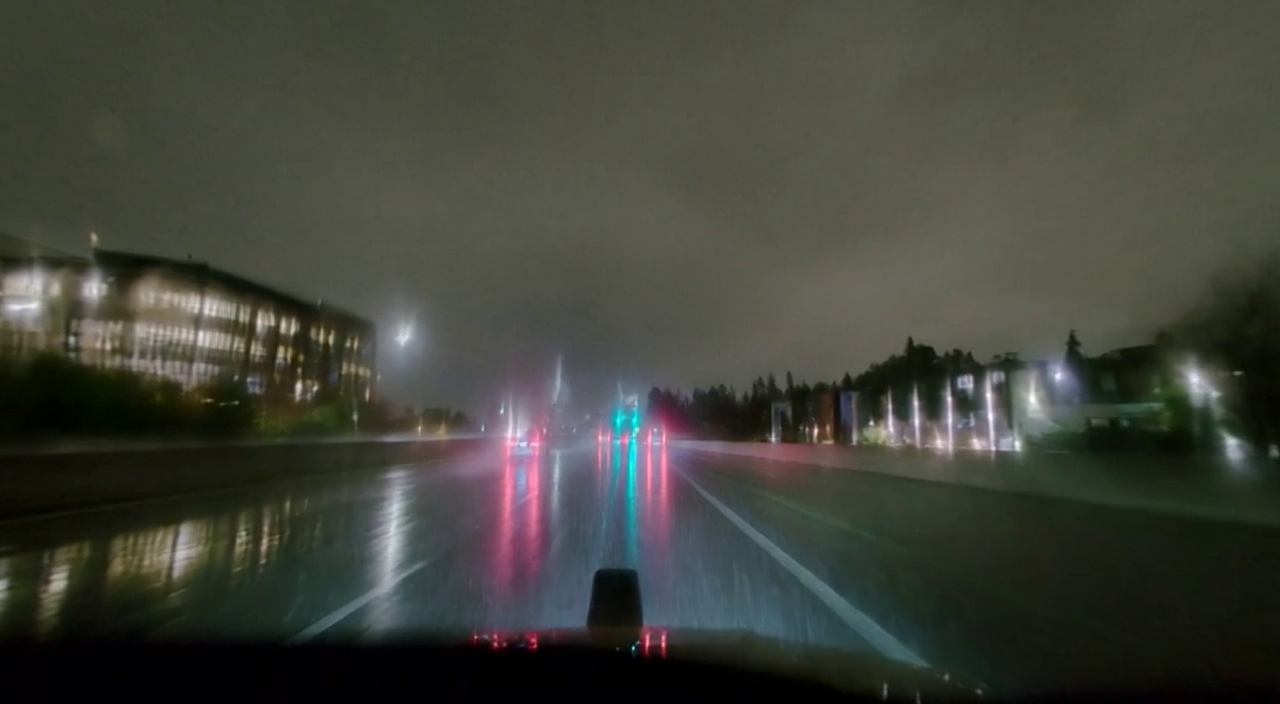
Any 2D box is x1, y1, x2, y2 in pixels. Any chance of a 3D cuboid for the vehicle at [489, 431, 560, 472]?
[{"bbox_3d":[-4.501,3.937,25.167,1.996,1.490,4.571,0,-8,-1],"label":"vehicle"}]
